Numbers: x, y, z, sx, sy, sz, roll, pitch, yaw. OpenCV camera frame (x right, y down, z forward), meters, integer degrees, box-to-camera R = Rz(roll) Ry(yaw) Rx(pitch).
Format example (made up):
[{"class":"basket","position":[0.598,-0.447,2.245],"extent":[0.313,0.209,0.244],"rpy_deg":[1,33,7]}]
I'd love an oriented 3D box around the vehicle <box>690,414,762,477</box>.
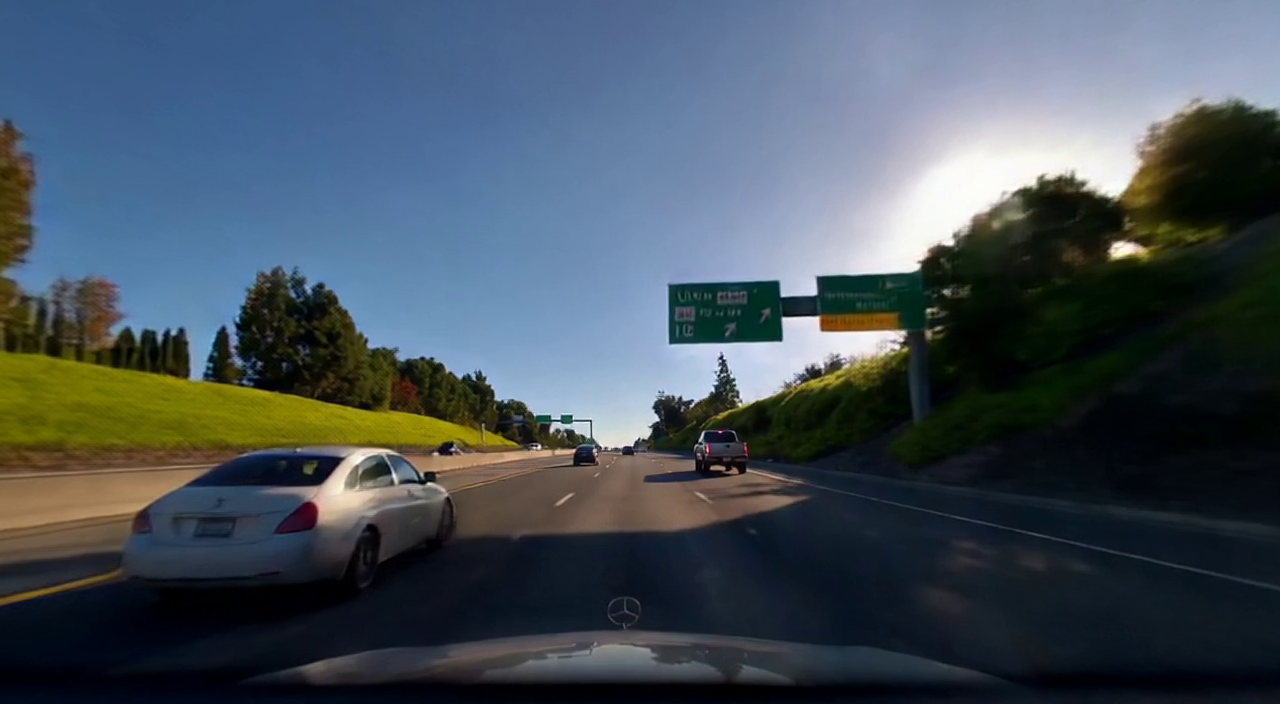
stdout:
[{"class":"vehicle","position":[3.818,4.356,29.277],"extent":[2.361,2.636,5.684],"rpy_deg":[0,-9,-1]}]

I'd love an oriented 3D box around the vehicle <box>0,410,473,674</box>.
[{"class":"vehicle","position":[-3.239,1.482,6.112],"extent":[1.939,1.513,4.773],"rpy_deg":[0,-9,0]}]
